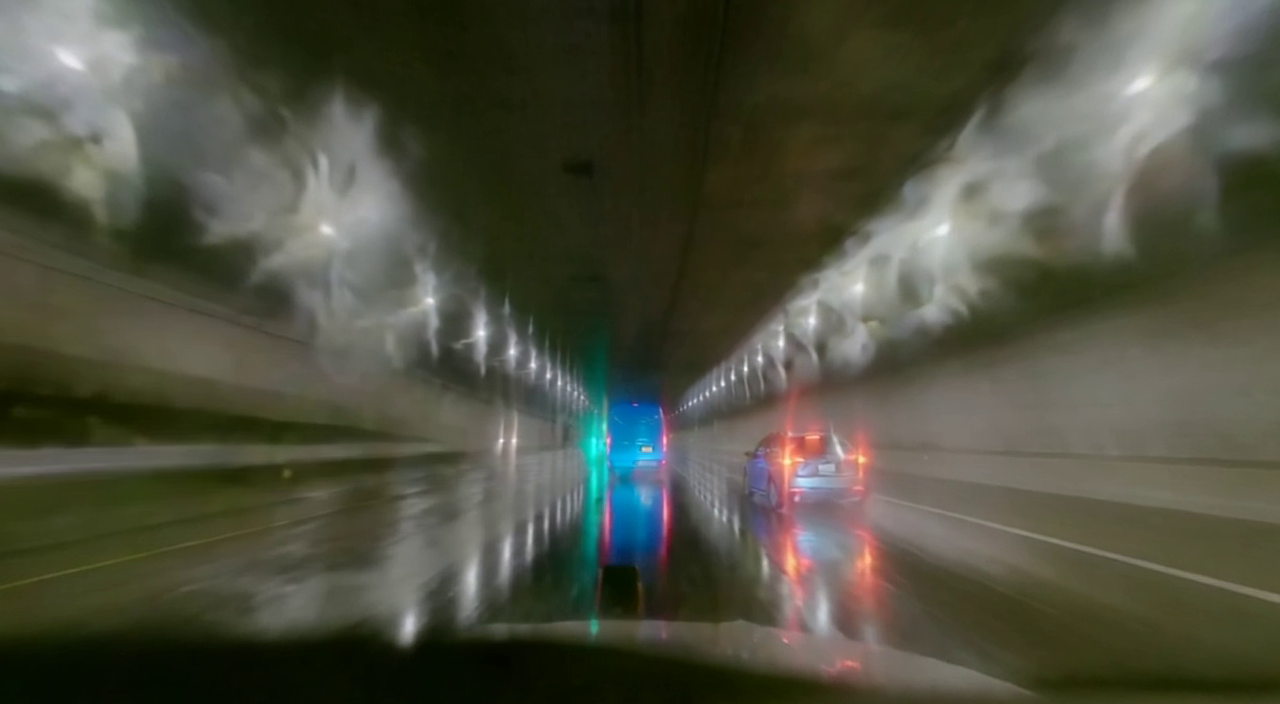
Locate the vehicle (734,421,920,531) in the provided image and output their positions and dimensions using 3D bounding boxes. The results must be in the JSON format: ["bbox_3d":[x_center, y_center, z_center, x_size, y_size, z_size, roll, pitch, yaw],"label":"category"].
[{"bbox_3d":[3.002,2.070,11.139,2.095,1.553,4.069,0,-8,1],"label":"vehicle"}]

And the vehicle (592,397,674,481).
[{"bbox_3d":[-0.146,2.923,21.208,2.404,2.459,5.229,-1,-8,1],"label":"vehicle"}]
